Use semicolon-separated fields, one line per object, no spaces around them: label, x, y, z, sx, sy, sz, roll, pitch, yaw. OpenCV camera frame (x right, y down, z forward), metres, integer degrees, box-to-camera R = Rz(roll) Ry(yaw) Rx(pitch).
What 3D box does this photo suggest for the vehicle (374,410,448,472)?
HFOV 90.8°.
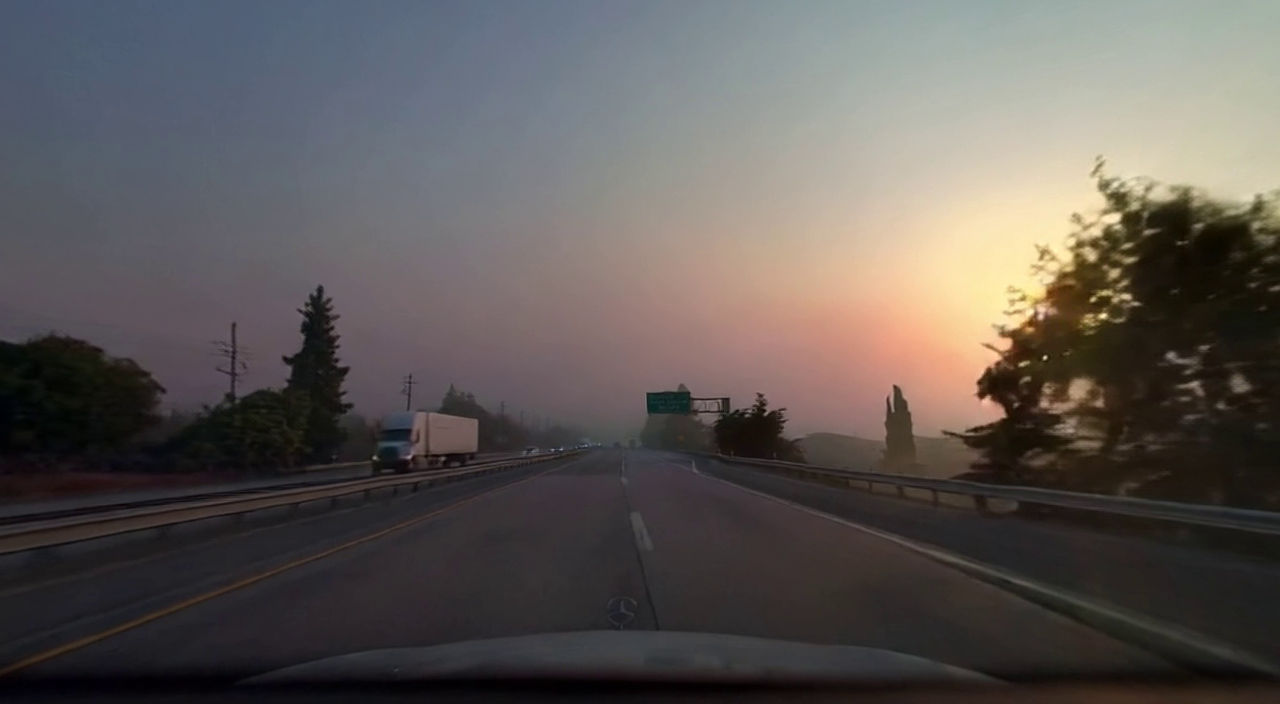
vehicle;-15.854;6.265;44.232;2.968;3.954;5.903;0;-9;-1
